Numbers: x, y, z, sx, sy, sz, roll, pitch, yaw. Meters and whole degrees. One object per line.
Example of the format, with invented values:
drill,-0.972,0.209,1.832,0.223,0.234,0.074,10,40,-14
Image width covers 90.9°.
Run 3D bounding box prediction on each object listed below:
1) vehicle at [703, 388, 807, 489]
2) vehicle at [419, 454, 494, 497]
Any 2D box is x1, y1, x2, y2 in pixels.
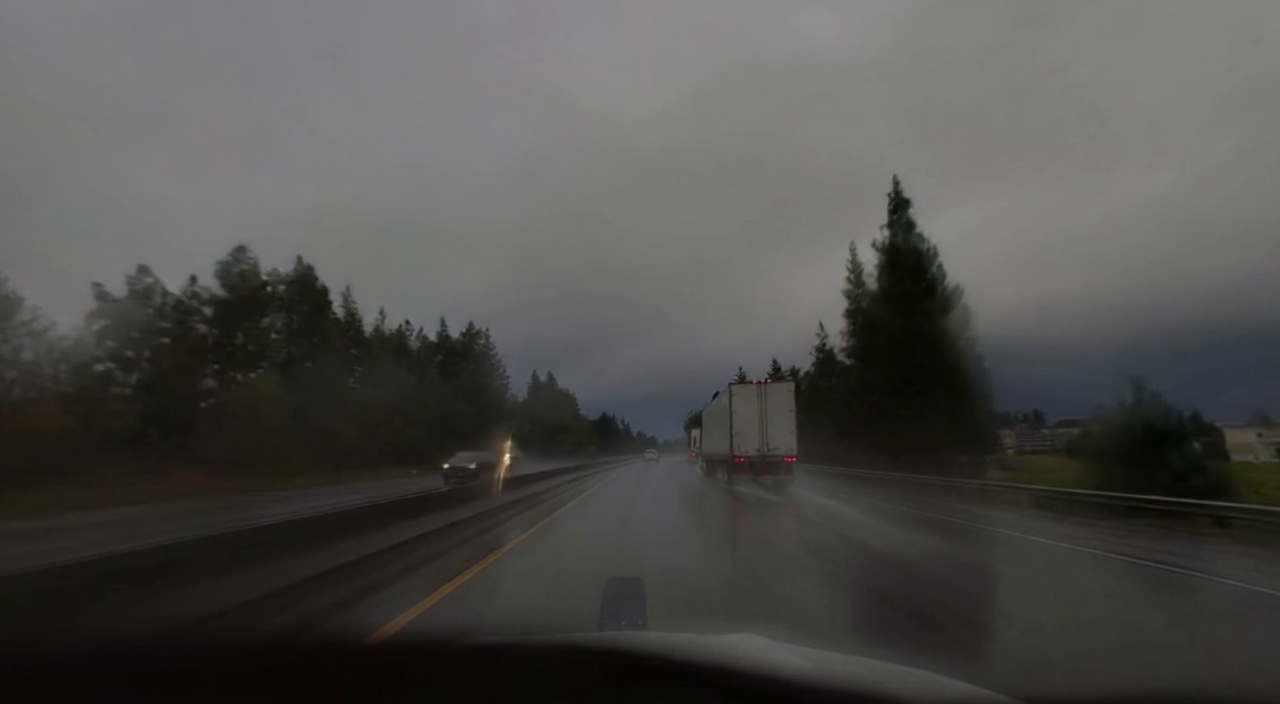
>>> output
vehicle,4.640,3.956,28.171,2.866,3.558,11.674,0,-9,2
vehicle,-8.456,5.719,29.528,2.058,1.818,4.536,0,-9,1
